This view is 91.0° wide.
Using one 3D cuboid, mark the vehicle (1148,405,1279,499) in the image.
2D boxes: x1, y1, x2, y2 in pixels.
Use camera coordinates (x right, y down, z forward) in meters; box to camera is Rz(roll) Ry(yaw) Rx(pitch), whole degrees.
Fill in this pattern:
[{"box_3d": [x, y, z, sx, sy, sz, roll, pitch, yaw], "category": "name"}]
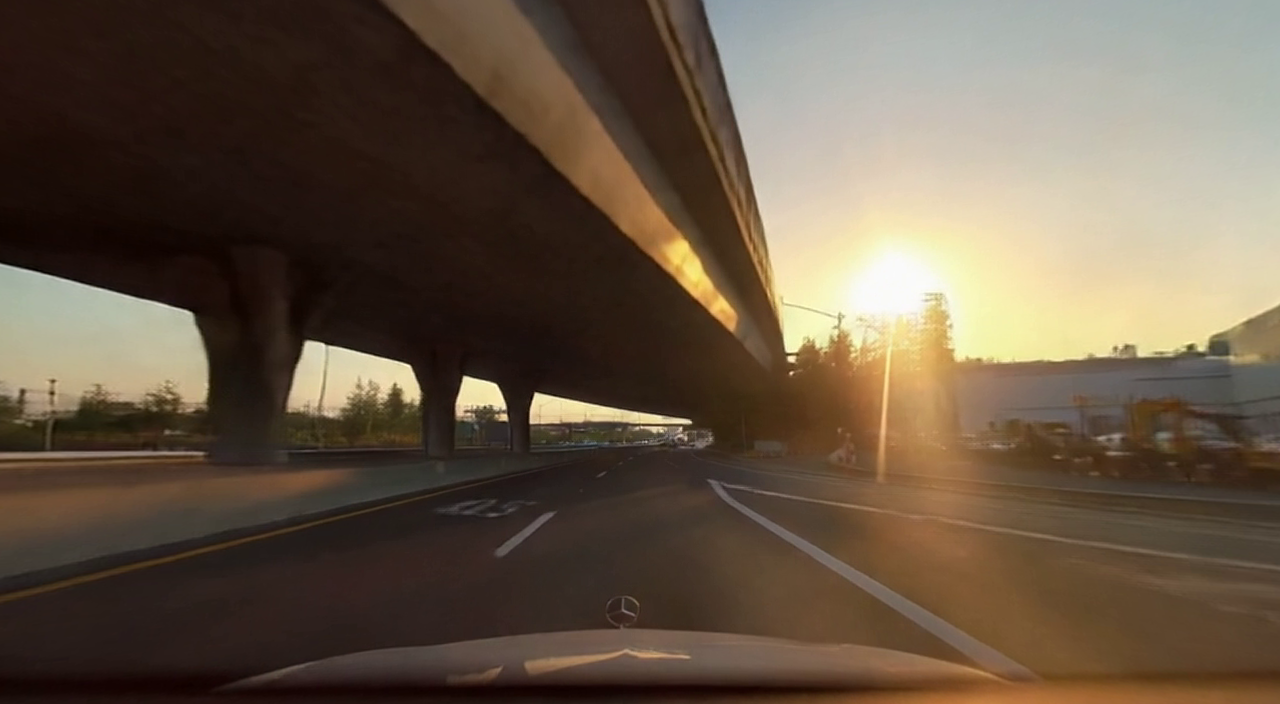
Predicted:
[{"box_3d": [23.188, 3.511, 22.547, 2.894, 3.176, 7.895, -2, -8, -4], "category": "vehicle"}]
